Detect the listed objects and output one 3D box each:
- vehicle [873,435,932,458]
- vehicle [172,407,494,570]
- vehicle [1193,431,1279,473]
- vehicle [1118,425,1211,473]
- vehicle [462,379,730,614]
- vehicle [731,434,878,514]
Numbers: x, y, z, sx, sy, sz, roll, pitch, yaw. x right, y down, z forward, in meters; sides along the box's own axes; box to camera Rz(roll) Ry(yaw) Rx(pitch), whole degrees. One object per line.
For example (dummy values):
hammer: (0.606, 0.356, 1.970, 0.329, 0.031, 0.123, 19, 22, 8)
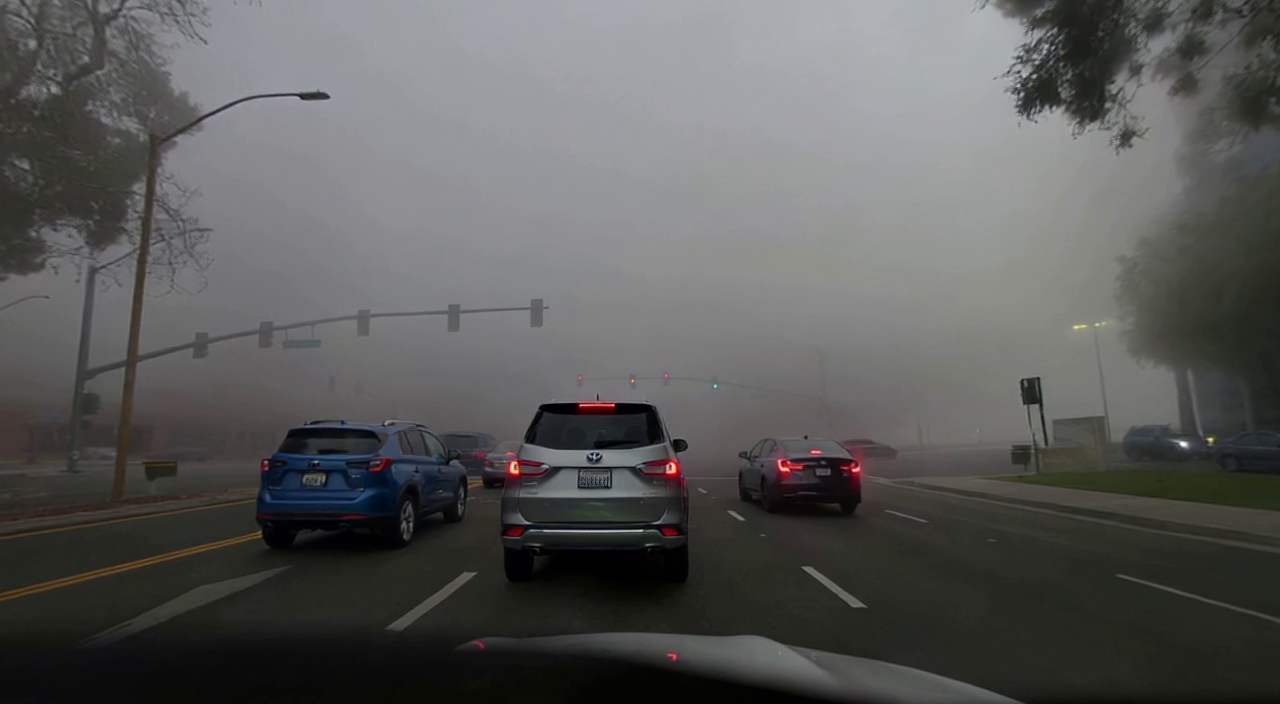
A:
vehicle: (19.990, 7.198, 47.924, 4.361, 1.653, 2.034, 6, -10, -35)
vehicle: (-3.720, 1.747, 8.867, 2.160, 1.666, 4.583, 0, -8, 1)
vehicle: (23.748, 3.694, 23.466, 2.130, 1.483, 4.793, -1, -8, 4)
vehicle: (19.209, 3.535, 23.016, 4.215, 1.578, 1.892, 8, -11, -42)
vehicle: (-0.343, 1.434, 7.109, 2.064, 1.817, 4.298, 0, -8, 0)
vehicle: (3.405, 2.613, 14.030, 2.121, 1.494, 4.208, 0, -8, 0)
